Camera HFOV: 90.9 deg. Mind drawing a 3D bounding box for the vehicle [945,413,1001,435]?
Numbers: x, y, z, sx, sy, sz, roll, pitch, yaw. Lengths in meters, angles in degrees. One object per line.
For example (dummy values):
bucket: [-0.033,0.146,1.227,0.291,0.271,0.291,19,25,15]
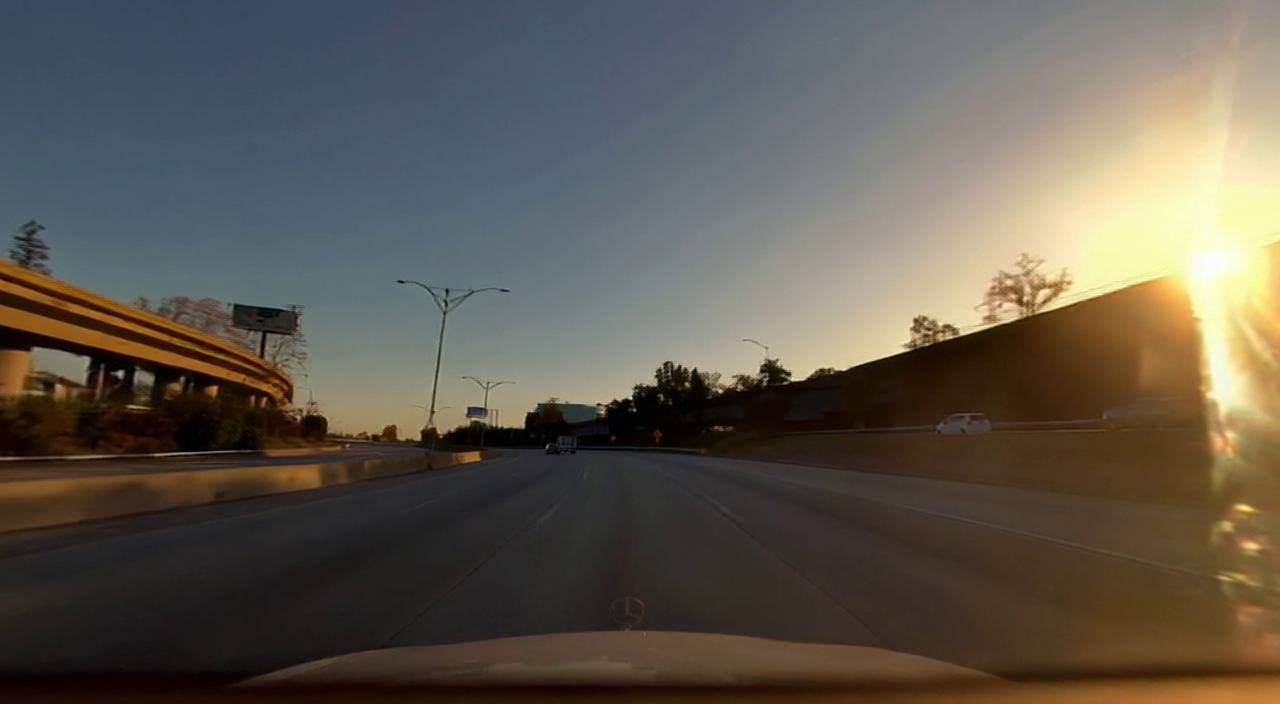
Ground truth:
vehicle: [25.218,5.488,47.863,1.944,1.461,3.689,1,-9,-6]
